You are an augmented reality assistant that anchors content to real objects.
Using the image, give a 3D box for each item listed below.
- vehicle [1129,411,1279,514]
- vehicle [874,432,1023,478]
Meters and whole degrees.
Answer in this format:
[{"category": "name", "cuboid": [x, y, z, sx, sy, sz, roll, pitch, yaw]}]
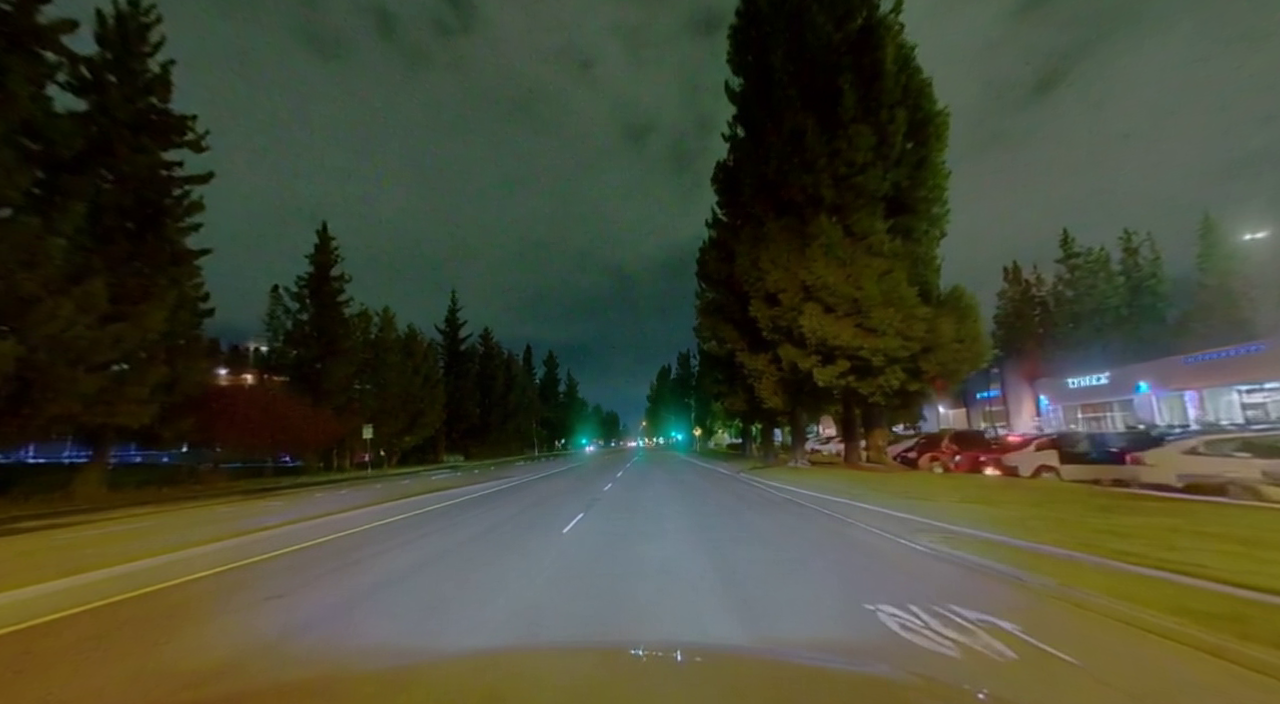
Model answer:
[{"category": "vehicle", "cuboid": [10.862, 1.777, 10.438, 3.933, 1.521, 1.865, 0, -8, -1]}, {"category": "vehicle", "cuboid": [11.308, 3.793, 23.371, 4.522, 1.499, 1.871, 1, -9, 2]}]
